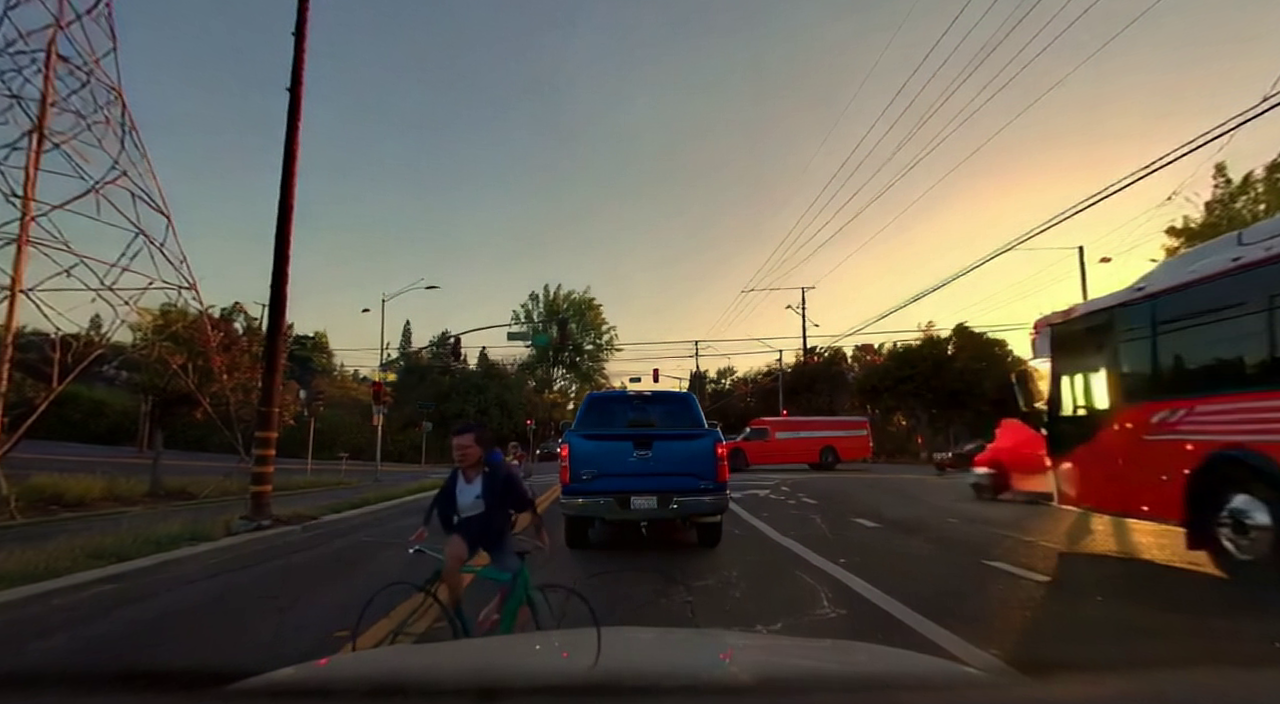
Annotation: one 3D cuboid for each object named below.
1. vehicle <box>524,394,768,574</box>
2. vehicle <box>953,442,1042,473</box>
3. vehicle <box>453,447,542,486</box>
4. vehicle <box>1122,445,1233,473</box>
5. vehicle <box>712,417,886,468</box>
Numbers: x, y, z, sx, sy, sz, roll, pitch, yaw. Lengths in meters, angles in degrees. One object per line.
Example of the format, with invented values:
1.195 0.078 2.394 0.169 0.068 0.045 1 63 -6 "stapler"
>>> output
-0.001 1.868 9.864 2.707 1.964 5.485 0 -8 -1 "vehicle"
25.179 7.426 44.595 5.077 2.008 1.991 2 -9 -3 "vehicle"
-6.257 5.073 28.305 1.935 1.490 4.578 -4 -8 16 "vehicle"
34.966 6.964 41.186 5.426 1.728 1.999 0 -8 -2 "vehicle"
10.364 6.049 42.129 10.726 3.128 3.003 -1 -8 0 "vehicle"
